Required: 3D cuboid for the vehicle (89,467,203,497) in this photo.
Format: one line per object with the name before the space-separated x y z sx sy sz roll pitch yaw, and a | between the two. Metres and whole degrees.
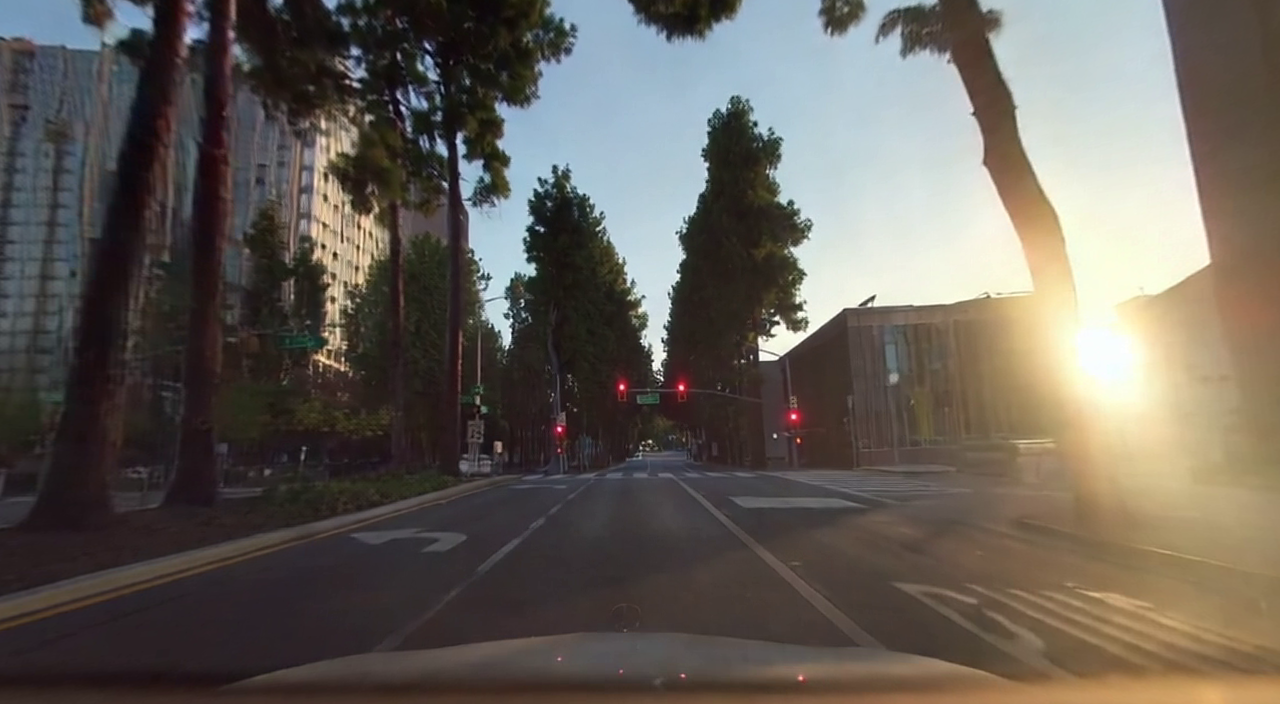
vehicle | -28.420 7.499 36.480 4.758 1.549 2.194 0 -8 1
